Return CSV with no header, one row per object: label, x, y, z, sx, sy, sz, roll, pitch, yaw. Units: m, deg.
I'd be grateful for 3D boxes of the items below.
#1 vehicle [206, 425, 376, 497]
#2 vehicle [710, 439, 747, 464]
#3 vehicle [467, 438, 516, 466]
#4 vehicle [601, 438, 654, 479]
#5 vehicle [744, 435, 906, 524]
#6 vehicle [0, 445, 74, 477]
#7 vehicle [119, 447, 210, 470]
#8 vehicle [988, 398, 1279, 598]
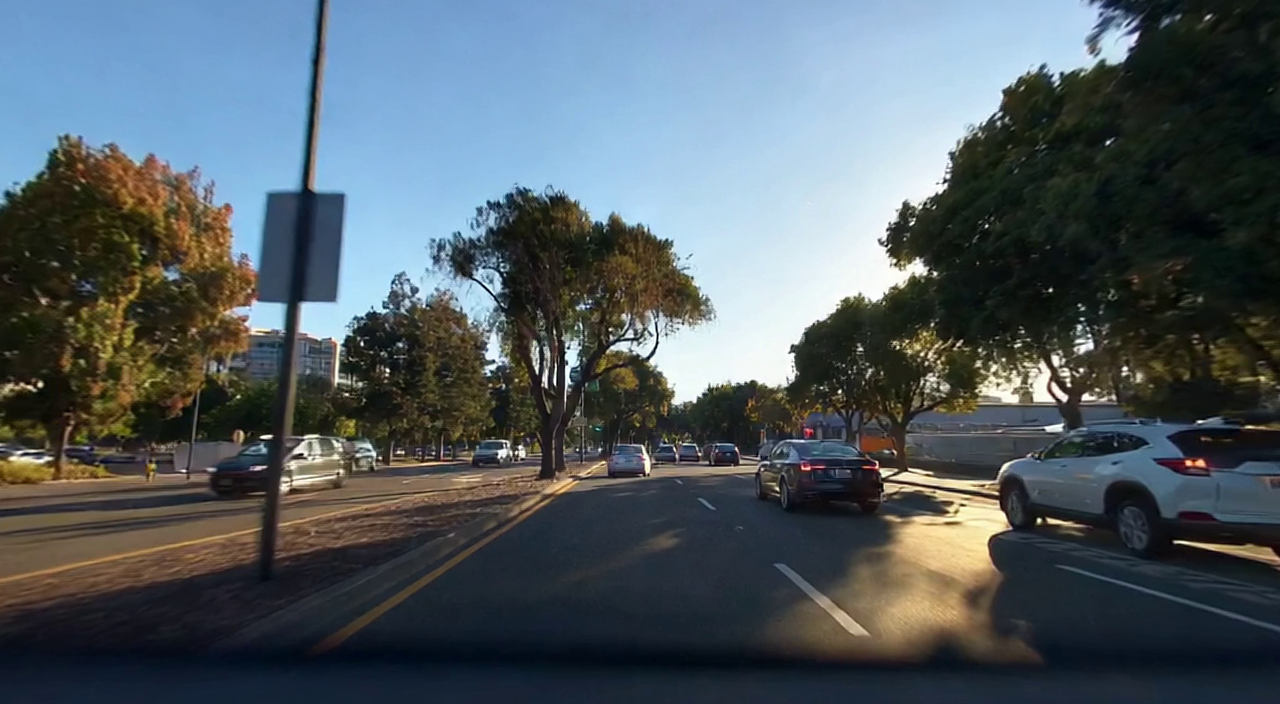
vehicle,-9.899,3.131,18.490,2.087,1.816,4.793,0,-9,2
vehicle,6.785,7.662,48.826,2.068,1.779,4.567,0,-9,-2
vehicle,-9.428,6.392,40.480,1.950,1.717,4.299,0,-9,1
vehicle,-0.487,4.241,25.352,1.994,1.479,3.647,0,-9,-1
vehicle,3.412,2.428,12.606,1.858,1.466,4.230,0,-9,-2
vehicle,-29.972,5.152,30.001,4.235,1.404,2.018,0,-9,2
vehicle,-30.681,6.855,40.805,4.355,1.411,1.922,0,-9,3
vehicle,6.872,1.675,8.099,2.134,1.810,4.590,0,-8,-1
